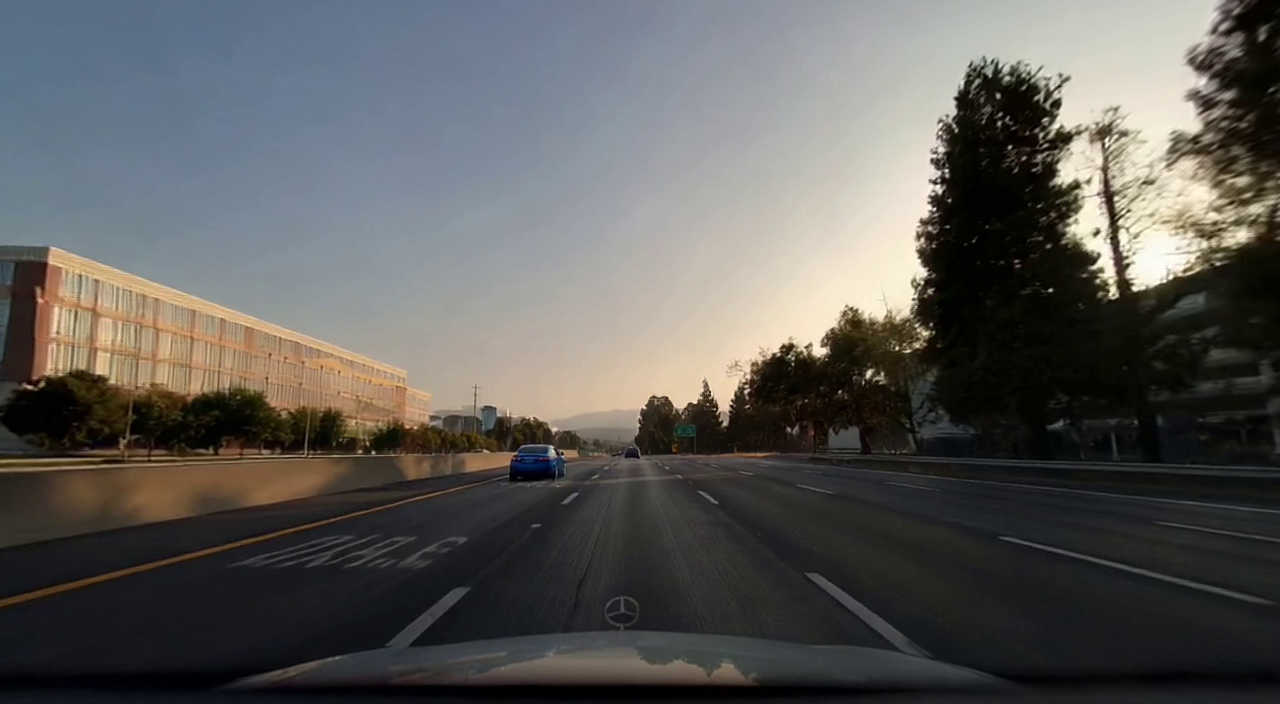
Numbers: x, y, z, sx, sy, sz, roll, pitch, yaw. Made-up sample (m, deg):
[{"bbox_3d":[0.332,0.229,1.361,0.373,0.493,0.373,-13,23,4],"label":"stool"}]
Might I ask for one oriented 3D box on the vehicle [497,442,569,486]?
[{"bbox_3d":[-3.900,4.145,23.753,1.900,1.492,4.495,0,-9,0],"label":"vehicle"}]
